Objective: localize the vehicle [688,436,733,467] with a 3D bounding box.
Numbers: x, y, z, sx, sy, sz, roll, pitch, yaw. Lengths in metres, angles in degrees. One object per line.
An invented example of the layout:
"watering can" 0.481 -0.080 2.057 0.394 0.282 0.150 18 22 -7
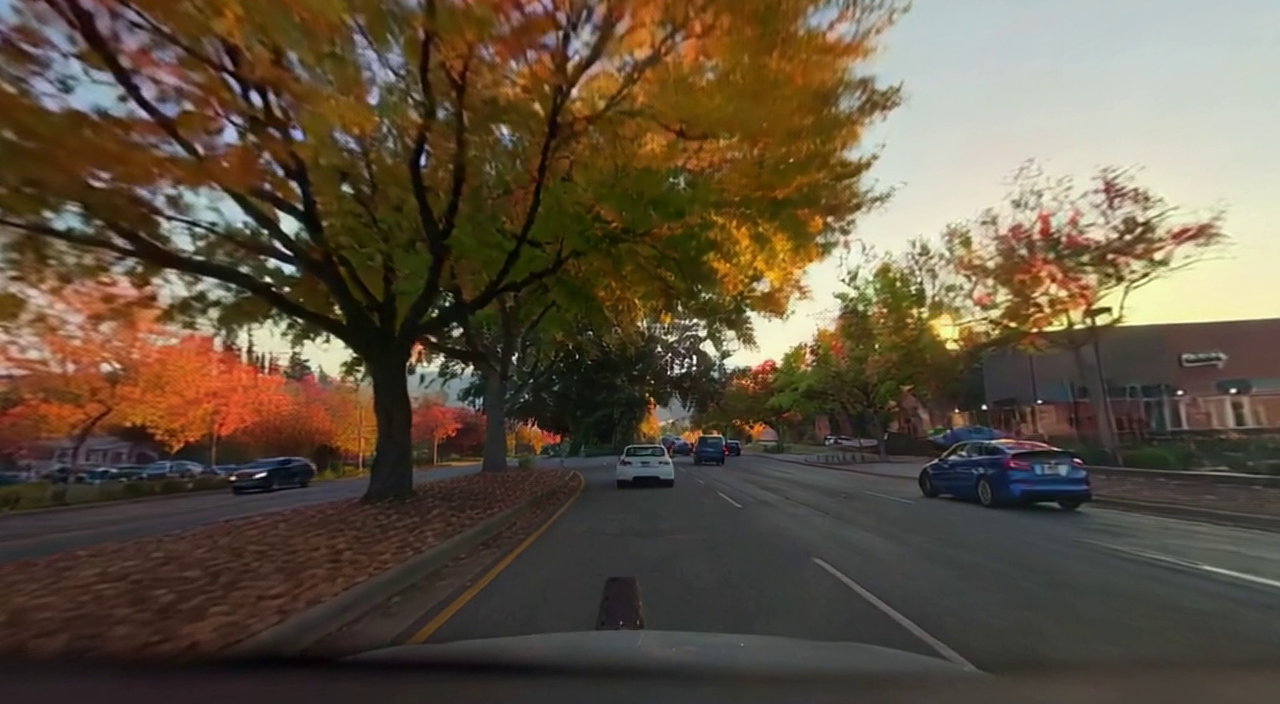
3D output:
"vehicle" 4.138 5.930 37.816 2.188 1.760 4.297 0 -9 -1

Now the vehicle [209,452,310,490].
"vehicle" -20.022 6.258 33.571 2.277 1.777 4.993 0 -9 0

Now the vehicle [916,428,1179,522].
"vehicle" 7.642 2.344 12.606 2.111 1.493 4.639 0 -9 -1

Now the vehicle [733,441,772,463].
"vehicle" 7.947 7.116 45.042 2.061 1.460 3.948 0 -9 0

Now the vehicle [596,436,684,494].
"vehicle" -0.008 3.282 18.705 2.289 1.471 4.477 0 -9 0

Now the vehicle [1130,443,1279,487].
"vehicle" 21.105 4.084 23.203 2.307 1.446 4.863 0 -9 -1
